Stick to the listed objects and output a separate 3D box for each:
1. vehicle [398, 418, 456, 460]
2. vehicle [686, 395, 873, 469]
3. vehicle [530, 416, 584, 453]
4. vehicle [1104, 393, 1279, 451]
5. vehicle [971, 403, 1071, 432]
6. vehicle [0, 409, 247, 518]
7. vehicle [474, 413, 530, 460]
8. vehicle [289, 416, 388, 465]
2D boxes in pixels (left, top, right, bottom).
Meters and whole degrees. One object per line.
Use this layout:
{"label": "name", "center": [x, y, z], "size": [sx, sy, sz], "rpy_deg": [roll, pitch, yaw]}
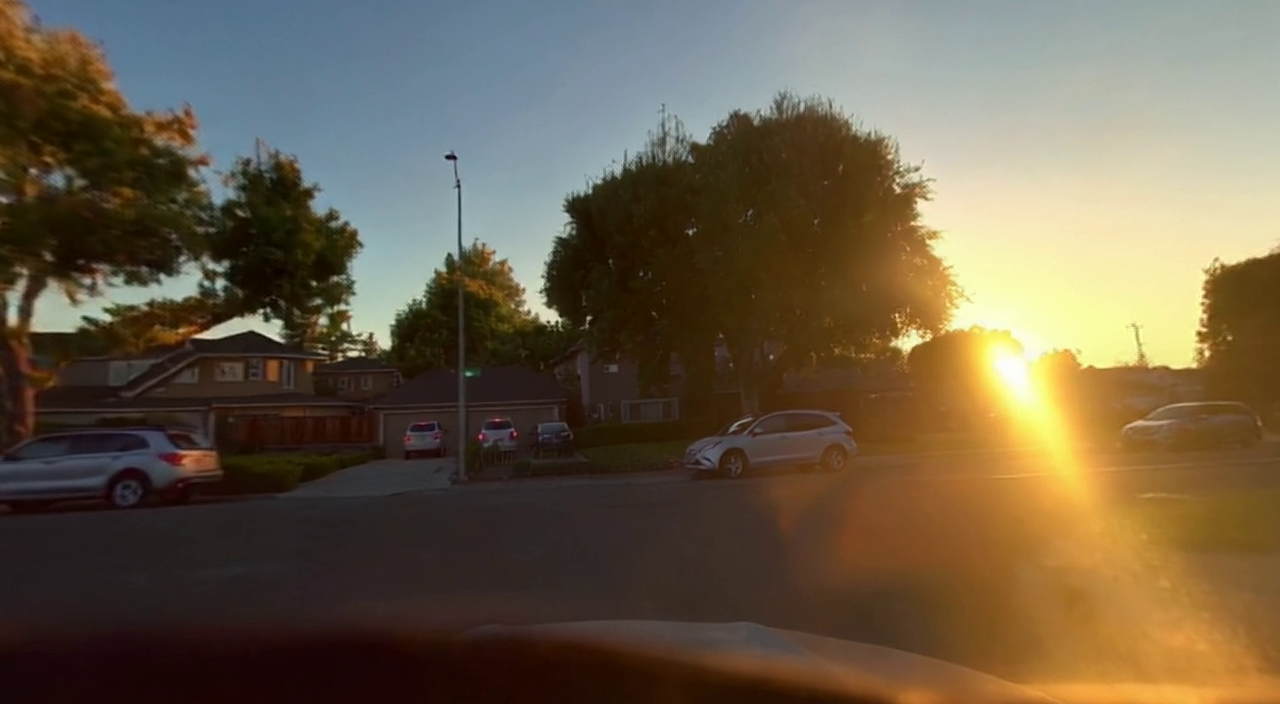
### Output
{"label": "vehicle", "center": [-10.390, 4.333, 31.209], "size": [2.391, 1.894, 5.075], "rpy_deg": [2, -9, -16]}
{"label": "vehicle", "center": [4.020, 2.419, 18.661], "size": [4.919, 1.969, 2.104], "rpy_deg": [2, -9, -10]}
{"label": "vehicle", "center": [-4.211, 4.168, 31.530], "size": [2.005, 1.699, 4.234], "rpy_deg": [2, -9, -16]}
{"label": "vehicle", "center": [19.625, 2.486, 22.347], "size": [5.179, 1.847, 2.219], "rpy_deg": [1, -10, -15]}
{"label": "vehicle", "center": [22.469, 3.940, 37.461], "size": [1.967, 1.523, 4.619], "rpy_deg": [5, -10, -29]}
{"label": "vehicle", "center": [-12.772, 2.548, 14.847], "size": [5.419, 2.292, 2.272], "rpy_deg": [2, -7, -15]}
{"label": "vehicle", "center": [-6.598, 3.973, 29.718], "size": [2.278, 1.969, 5.533], "rpy_deg": [2, -8, -15]}
{"label": "vehicle", "center": [-13.908, 4.083, 28.955], "size": [2.307, 2.043, 5.475], "rpy_deg": [8, -12, -44]}
